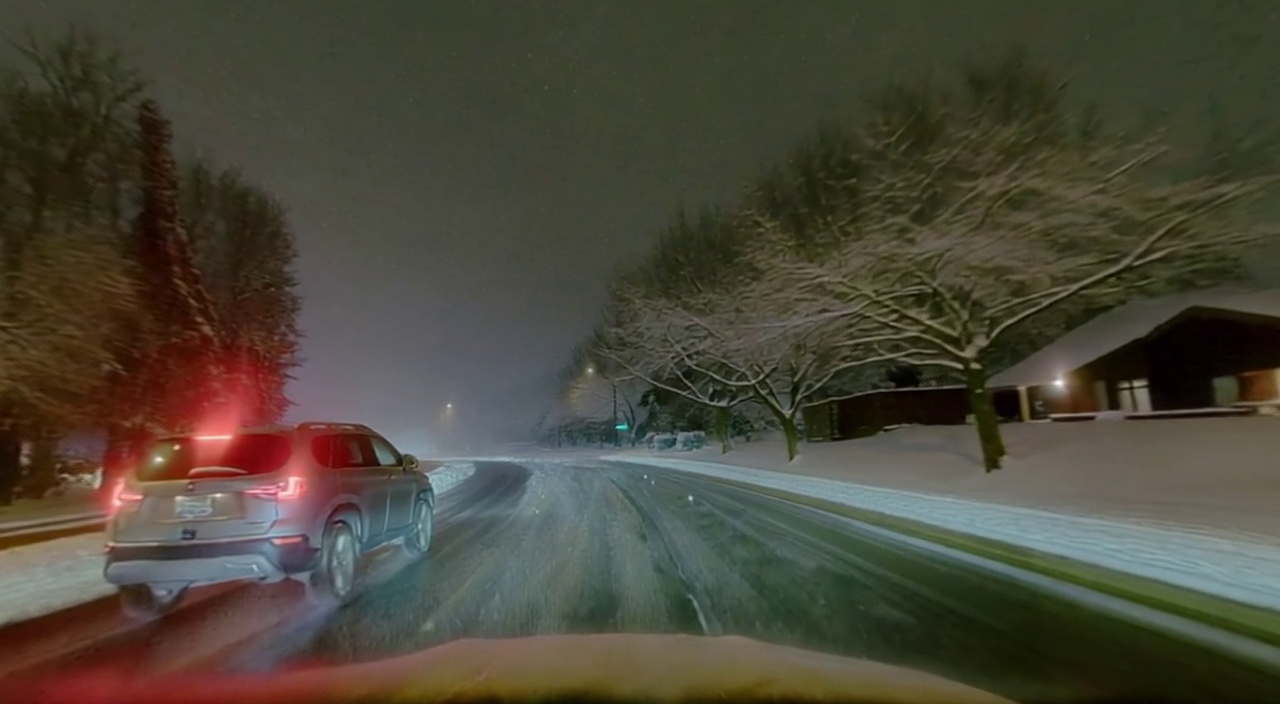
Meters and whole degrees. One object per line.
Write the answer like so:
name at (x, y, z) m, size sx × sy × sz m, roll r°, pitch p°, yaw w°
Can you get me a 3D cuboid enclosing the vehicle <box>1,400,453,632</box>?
vehicle at (-3.855, 1.585, 7.177) m, size 2.175 × 1.772 × 4.442 m, roll 0°, pitch -8°, yaw -1°
